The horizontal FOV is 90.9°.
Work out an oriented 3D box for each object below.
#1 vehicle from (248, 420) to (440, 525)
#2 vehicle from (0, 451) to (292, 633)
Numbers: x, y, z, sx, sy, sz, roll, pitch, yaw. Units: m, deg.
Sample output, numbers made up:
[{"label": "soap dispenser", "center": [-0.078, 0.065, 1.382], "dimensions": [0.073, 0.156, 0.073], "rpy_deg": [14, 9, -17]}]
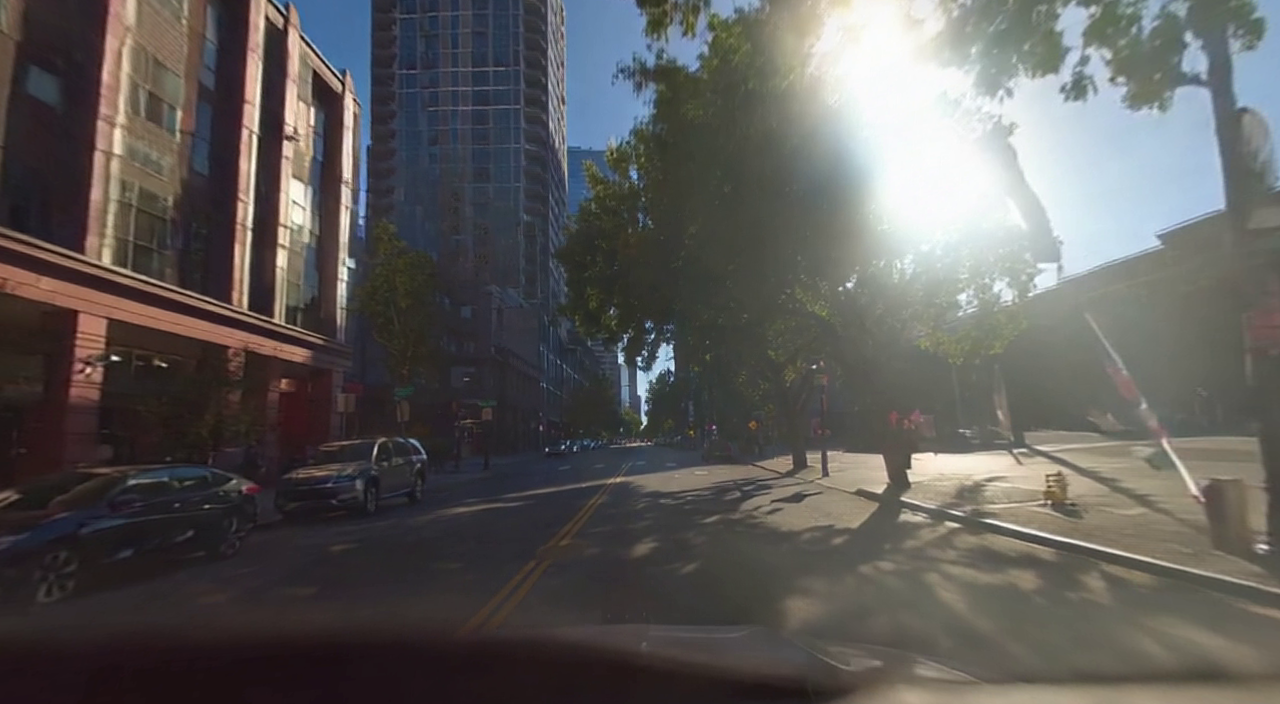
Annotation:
[{"label": "vehicle", "center": [-6.578, 2.721, 14.795], "dimensions": [2.273, 1.871, 4.920], "rpy_deg": [-4, -9, -2]}, {"label": "vehicle", "center": [-6.739, 2.089, 7.832], "dimensions": [2.270, 1.539, 4.855], "rpy_deg": [-4, -9, -2]}]
